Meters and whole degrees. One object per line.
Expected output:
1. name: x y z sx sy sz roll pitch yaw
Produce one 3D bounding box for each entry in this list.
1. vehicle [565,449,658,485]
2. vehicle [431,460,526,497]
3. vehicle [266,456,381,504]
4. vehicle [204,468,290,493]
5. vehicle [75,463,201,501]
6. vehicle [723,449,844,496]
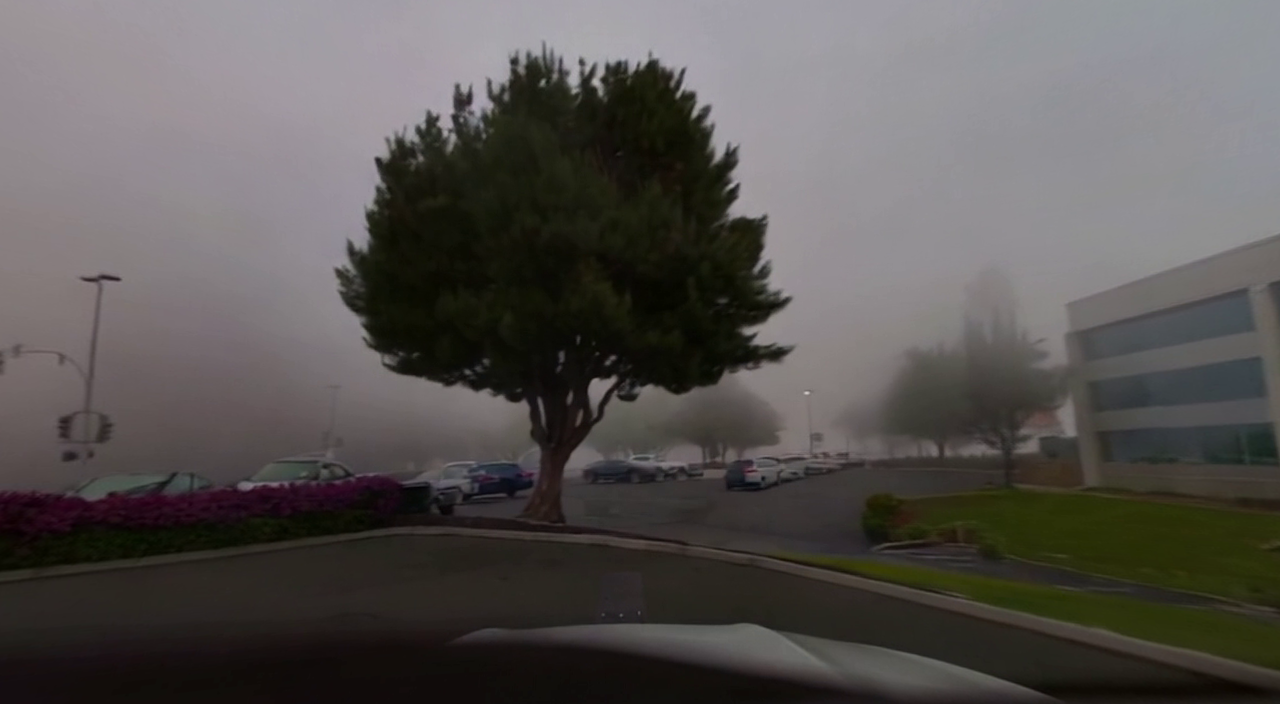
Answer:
1. vehicle: -1.778 7.022 38.317 5.285 1.837 2.318 -10 -14 33
2. vehicle: -7.810 6.103 30.339 4.622 1.479 1.849 -11 -14 34
3. vehicle: -12.240 4.958 24.299 4.934 1.543 1.915 -12 -14 37
4. vehicle: -27.528 9.014 44.411 1.727 1.466 4.721 -11 -14 34
5. vehicle: -28.888 7.473 36.526 2.086 1.939 5.176 -11 -14 35
6. vehicle: 6.291 5.382 28.078 4.755 1.707 1.889 -12 -14 35
